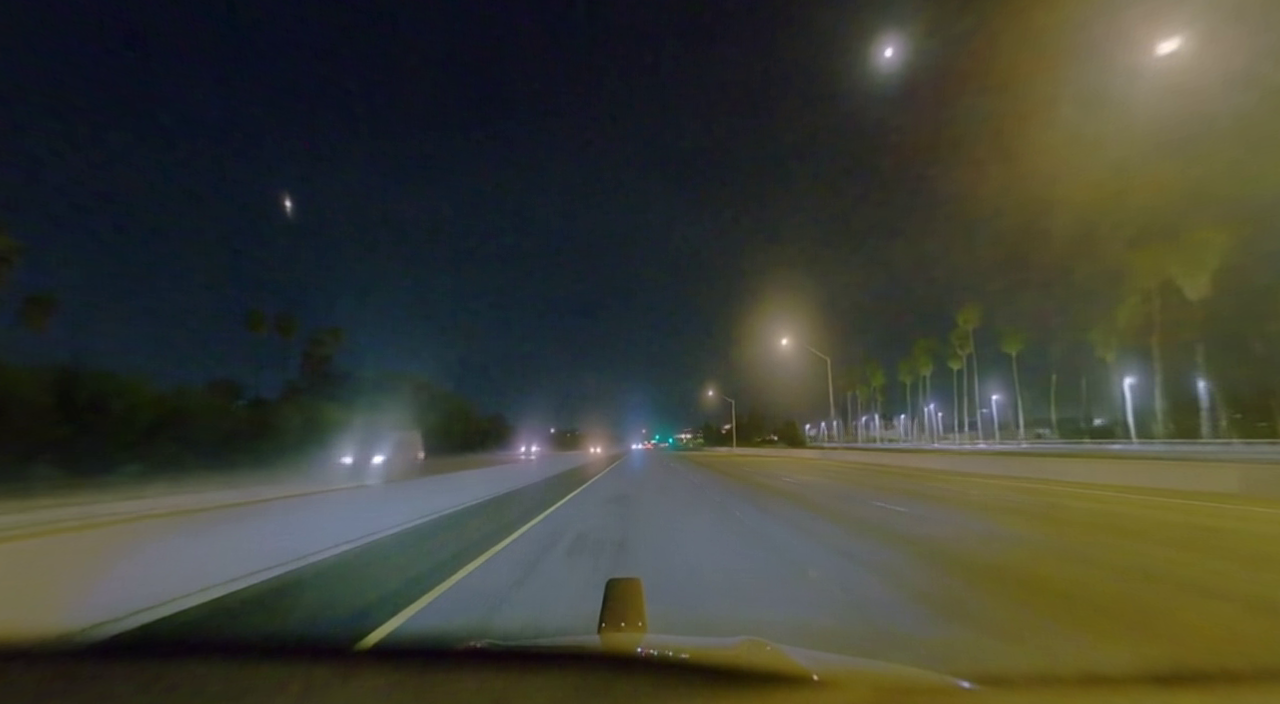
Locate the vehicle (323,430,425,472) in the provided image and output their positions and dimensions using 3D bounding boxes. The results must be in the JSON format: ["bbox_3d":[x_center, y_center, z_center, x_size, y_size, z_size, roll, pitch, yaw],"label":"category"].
[{"bbox_3d":[-13.451,5.094,32.533,2.479,1.928,6.337,0,-8,1],"label":"vehicle"}]
